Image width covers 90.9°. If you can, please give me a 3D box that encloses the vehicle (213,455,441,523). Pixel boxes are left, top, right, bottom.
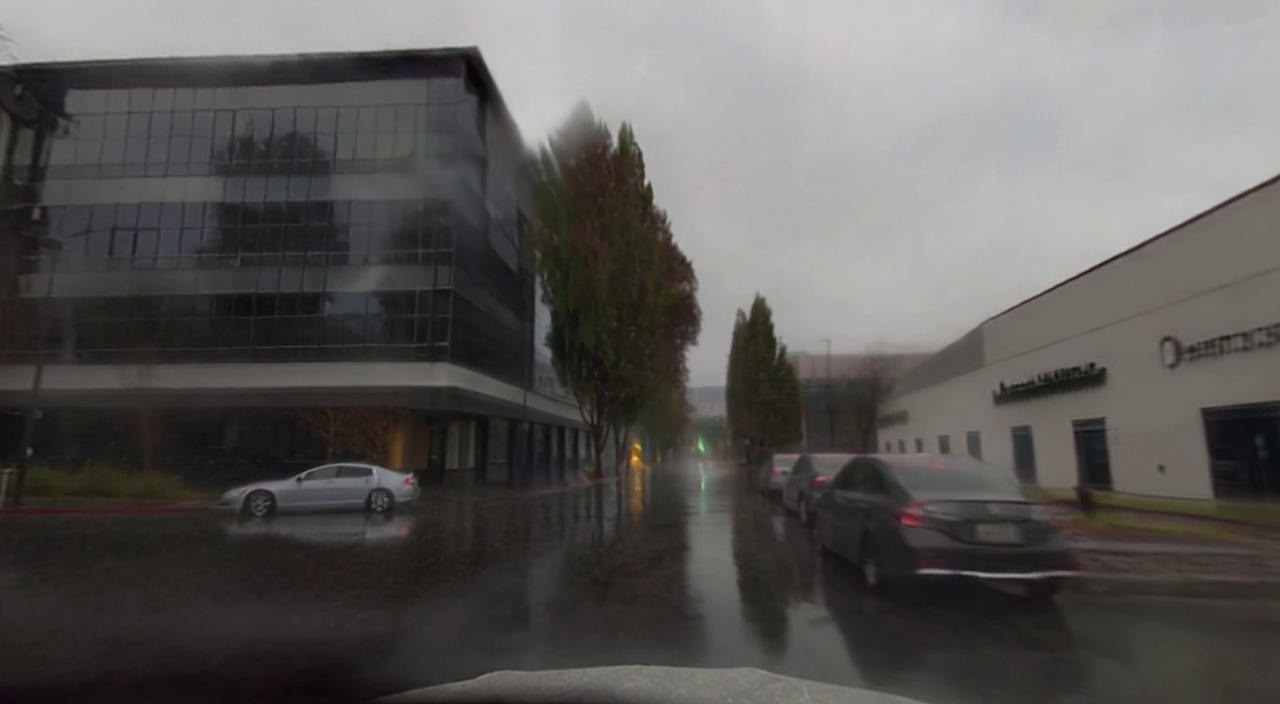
[{"bbox_3d":[-7.716,3.348,15.764,4.770,1.448,1.983,7,-12,-34],"label":"vehicle"}]

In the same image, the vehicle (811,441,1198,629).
[{"bbox_3d":[3.412,1.789,7.002,2.073,1.434,3.899,0,-10,3],"label":"vehicle"}]
